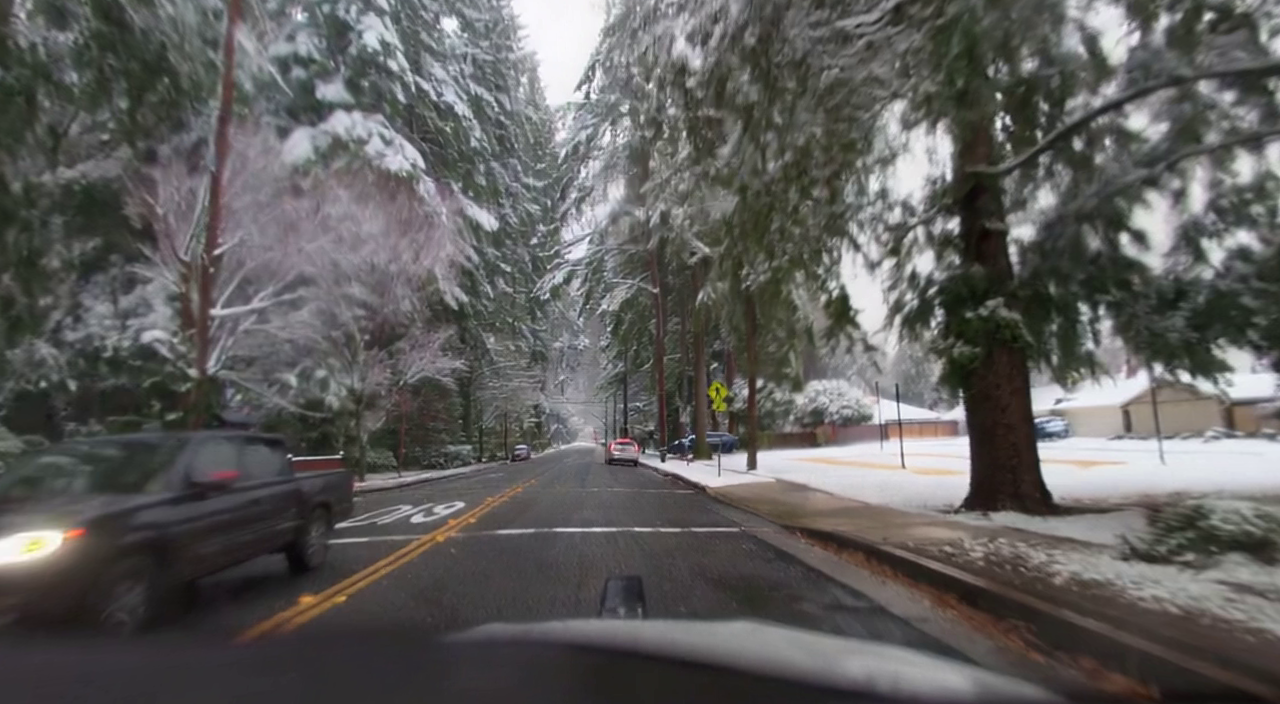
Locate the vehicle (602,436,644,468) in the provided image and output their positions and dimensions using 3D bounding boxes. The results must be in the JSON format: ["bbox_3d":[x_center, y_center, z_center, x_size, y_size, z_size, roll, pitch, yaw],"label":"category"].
[{"bbox_3d":[-1.084,5.963,37.784,2.204,1.776,4.262,1,-8,-6],"label":"vehicle"}]

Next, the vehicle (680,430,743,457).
[{"bbox_3d":[5.393,6.795,47.281,4.390,1.696,1.954,1,-8,-36],"label":"vehicle"}]

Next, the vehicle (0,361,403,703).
[{"bbox_3d":[-4.153,1.308,5.763,2.153,1.799,5.026,0,-8,-2],"label":"vehicle"}]
